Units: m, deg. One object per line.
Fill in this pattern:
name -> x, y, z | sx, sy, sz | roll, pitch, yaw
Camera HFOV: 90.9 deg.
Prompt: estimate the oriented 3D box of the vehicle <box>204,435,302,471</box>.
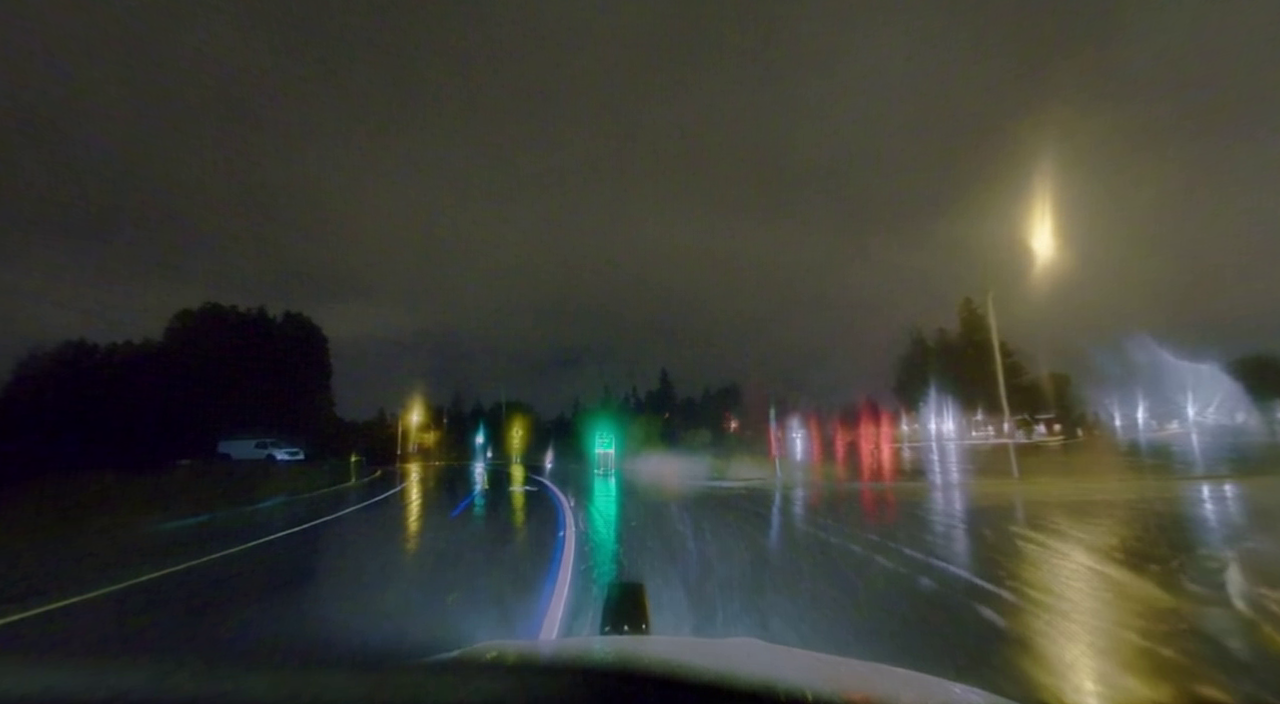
vehicle -> -23.124, 6.034, 37.754 | 4.699, 1.996, 2.116 | -2, -9, 11
